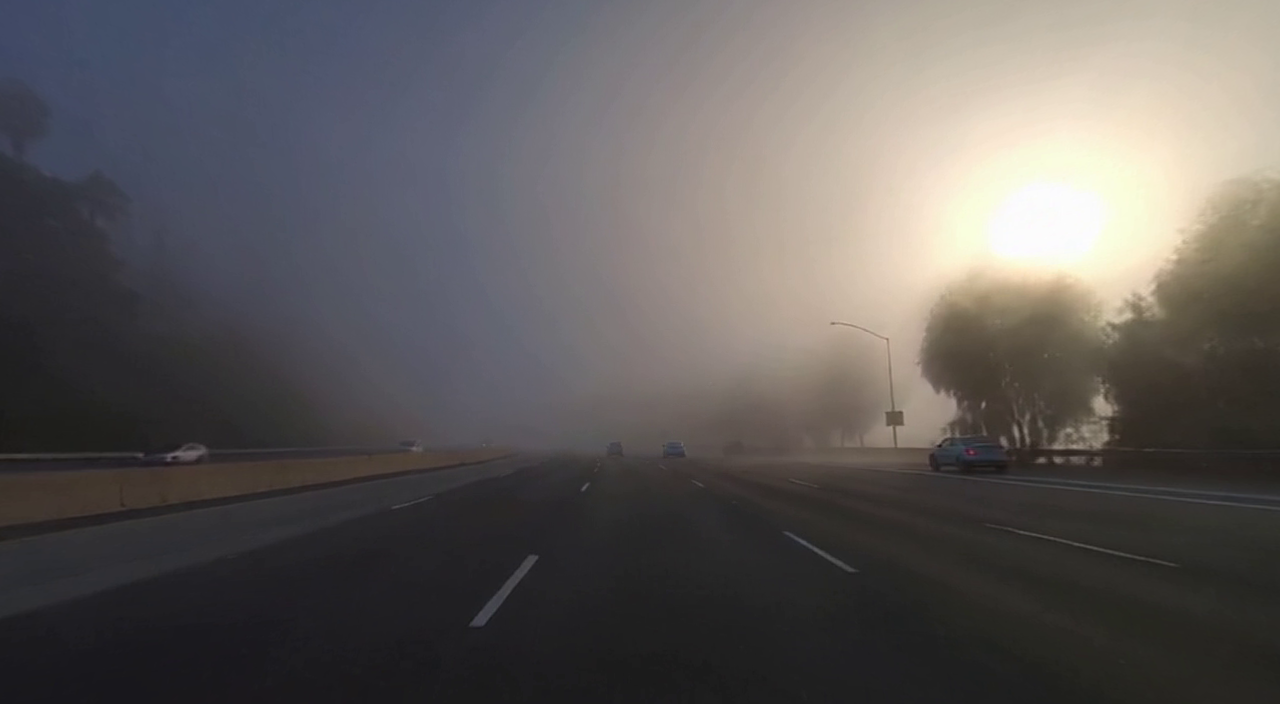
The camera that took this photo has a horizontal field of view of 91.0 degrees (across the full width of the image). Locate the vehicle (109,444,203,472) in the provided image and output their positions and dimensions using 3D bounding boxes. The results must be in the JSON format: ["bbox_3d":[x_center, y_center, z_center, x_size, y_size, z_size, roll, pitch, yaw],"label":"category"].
[{"bbox_3d":[-28.303,6.166,37.061,1.860,1.520,4.746,0,-8,-2],"label":"vehicle"}]

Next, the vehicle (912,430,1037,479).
[{"bbox_3d":[13.696,4.218,26.290,2.107,1.803,5.385,1,-8,-2],"label":"vehicle"}]
